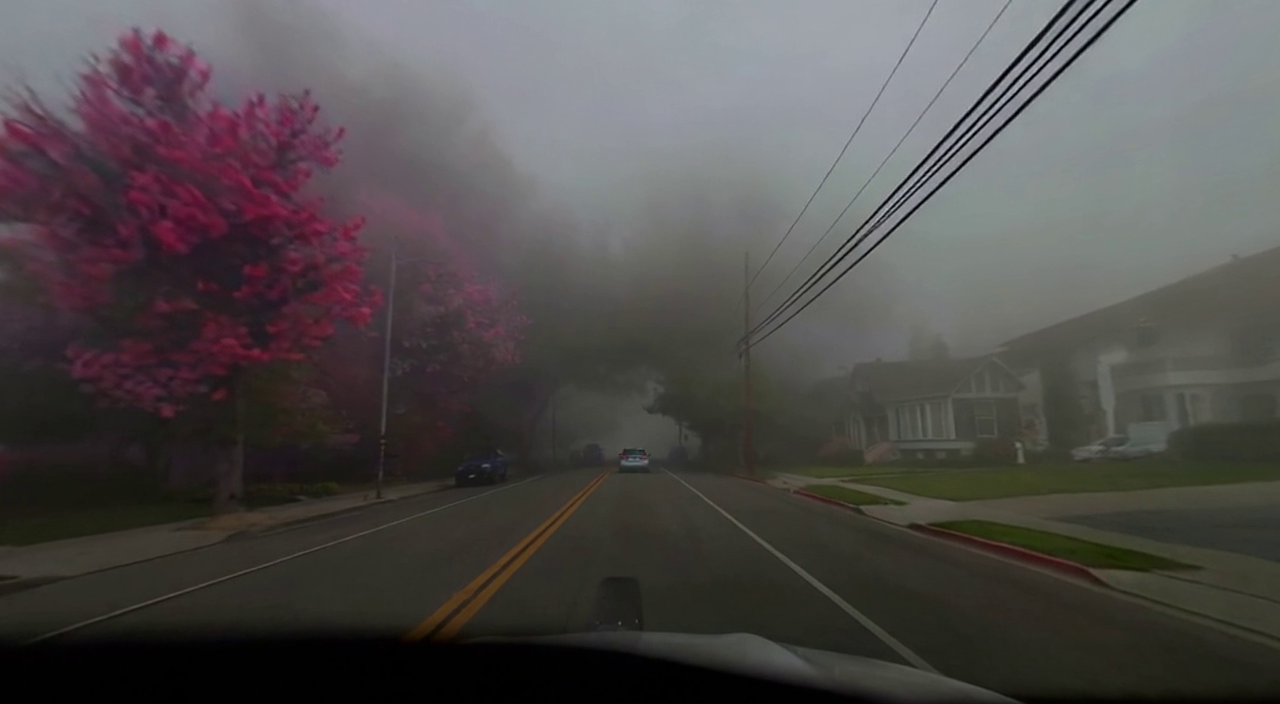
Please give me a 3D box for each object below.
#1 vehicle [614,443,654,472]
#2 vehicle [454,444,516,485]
[{"bbox_3d":[-0.354,5.784,34.764,2.104,1.500,3.815,0,-8,-1],"label":"vehicle"},{"bbox_3d":[-7.718,5.671,31.764,2.022,1.795,4.337,-3,-10,0],"label":"vehicle"}]
